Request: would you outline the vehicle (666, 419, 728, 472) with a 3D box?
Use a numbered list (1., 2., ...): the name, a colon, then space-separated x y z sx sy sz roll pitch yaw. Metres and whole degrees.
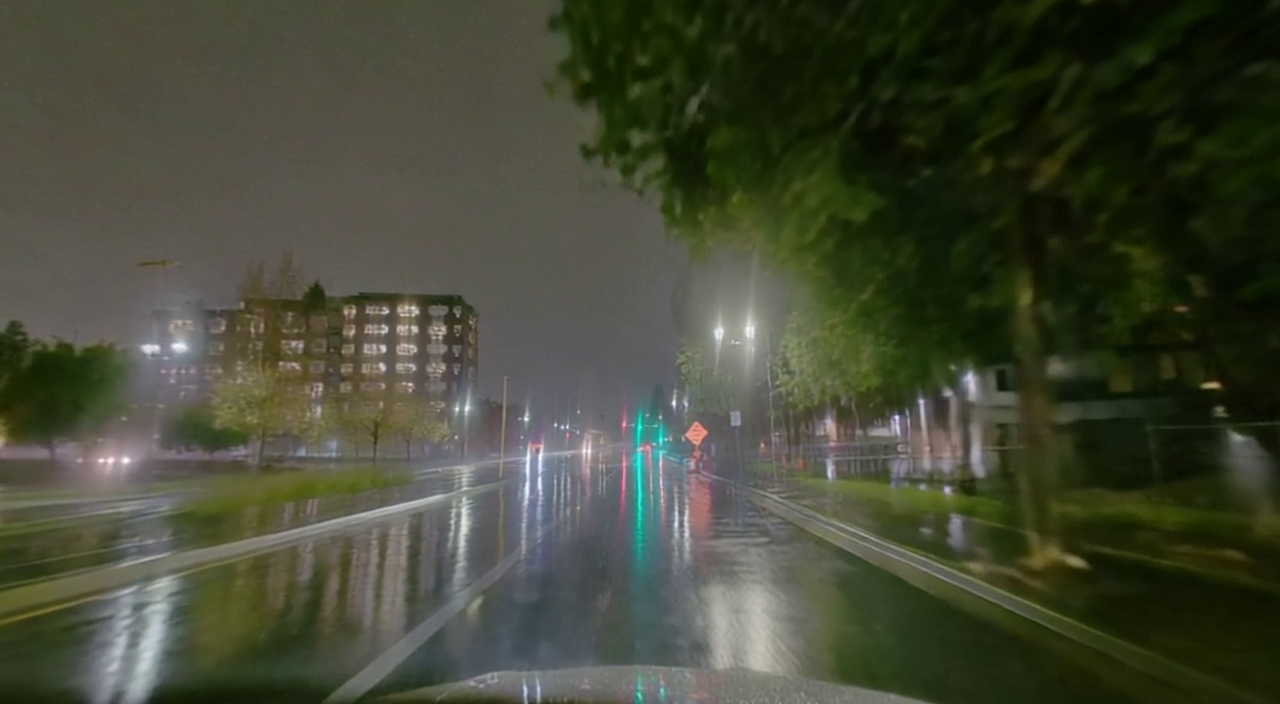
1. vehicle: 3.061 5.113 34.694 2.849 2.686 3.176 -1 -8 -4
